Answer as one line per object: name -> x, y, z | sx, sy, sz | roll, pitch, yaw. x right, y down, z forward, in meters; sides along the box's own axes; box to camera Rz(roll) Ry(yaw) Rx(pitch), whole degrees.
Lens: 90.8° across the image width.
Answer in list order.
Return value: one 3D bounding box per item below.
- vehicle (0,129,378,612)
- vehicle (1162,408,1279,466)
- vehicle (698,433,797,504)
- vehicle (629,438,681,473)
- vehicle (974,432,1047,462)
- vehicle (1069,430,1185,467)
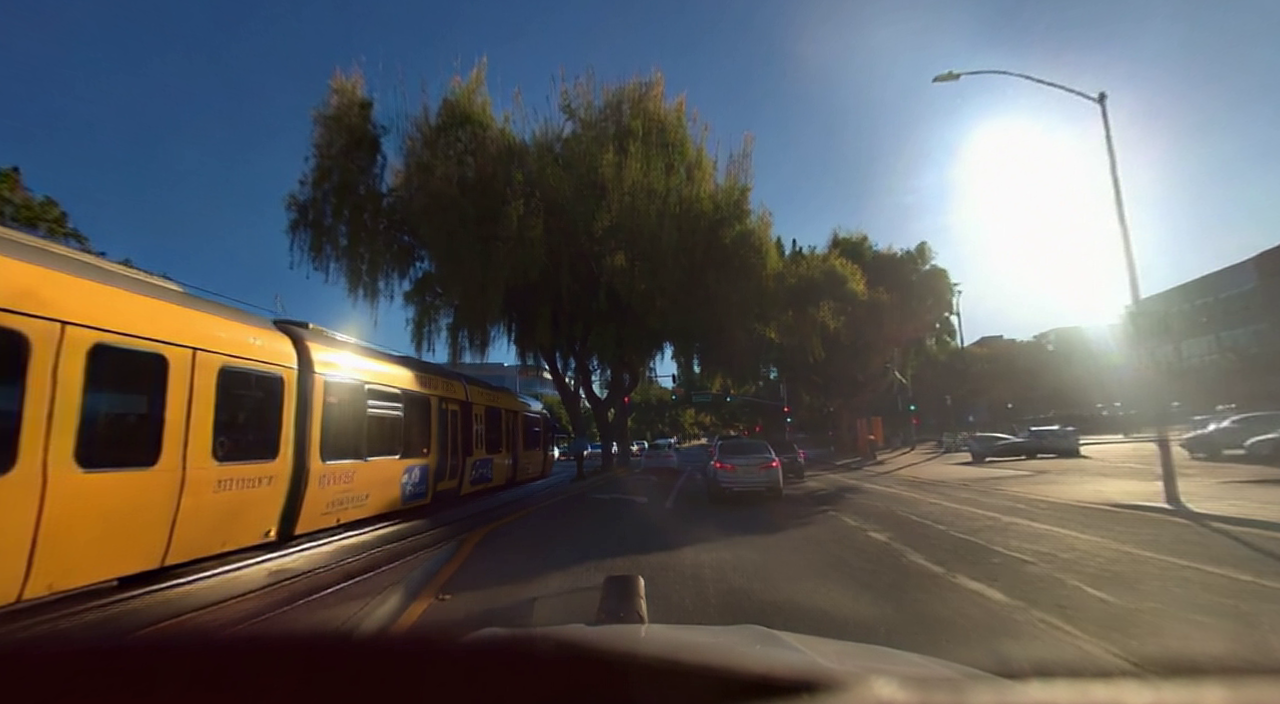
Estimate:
vehicle -> -6.480, 0.013, 3.883 | 2.897, 3.700, 13.528 | -1, -7, 5
vehicle -> 23.958, 3.244, 24.061 | 5.654, 2.107, 2.513 | -1, -8, 6
vehicle -> 2.476, 2.794, 15.640 | 2.002, 1.471, 4.337 | 0, -8, 4
vehicle -> 0.776, 4.731, 29.095 | 2.118, 1.478, 4.076 | -1, -8, 5
vehicle -> 20.247, 5.199, 34.738 | 1.831, 1.545, 3.872 | 0, -8, 4
vehicle -> 21.996, 4.339, 28.821 | 1.825, 1.462, 4.764 | -3, -8, 6
